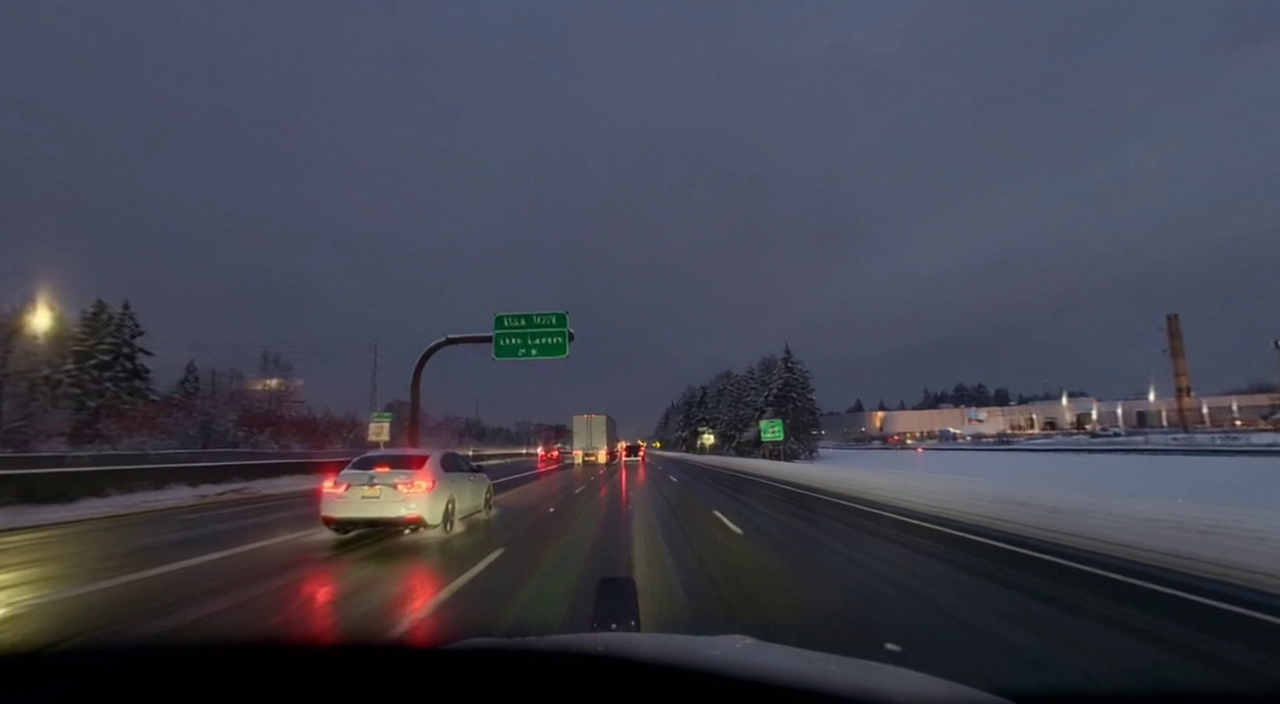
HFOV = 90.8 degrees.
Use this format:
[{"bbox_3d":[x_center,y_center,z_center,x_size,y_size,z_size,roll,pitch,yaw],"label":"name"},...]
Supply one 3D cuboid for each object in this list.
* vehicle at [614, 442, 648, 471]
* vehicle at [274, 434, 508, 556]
[{"bbox_3d":[-0.561,6.557,39.881,2.033,1.669,4.112,0,-9,-1],"label":"vehicle"},{"bbox_3d":[-3.601,2.132,10.197,1.997,1.507,4.391,0,-9,0],"label":"vehicle"}]
